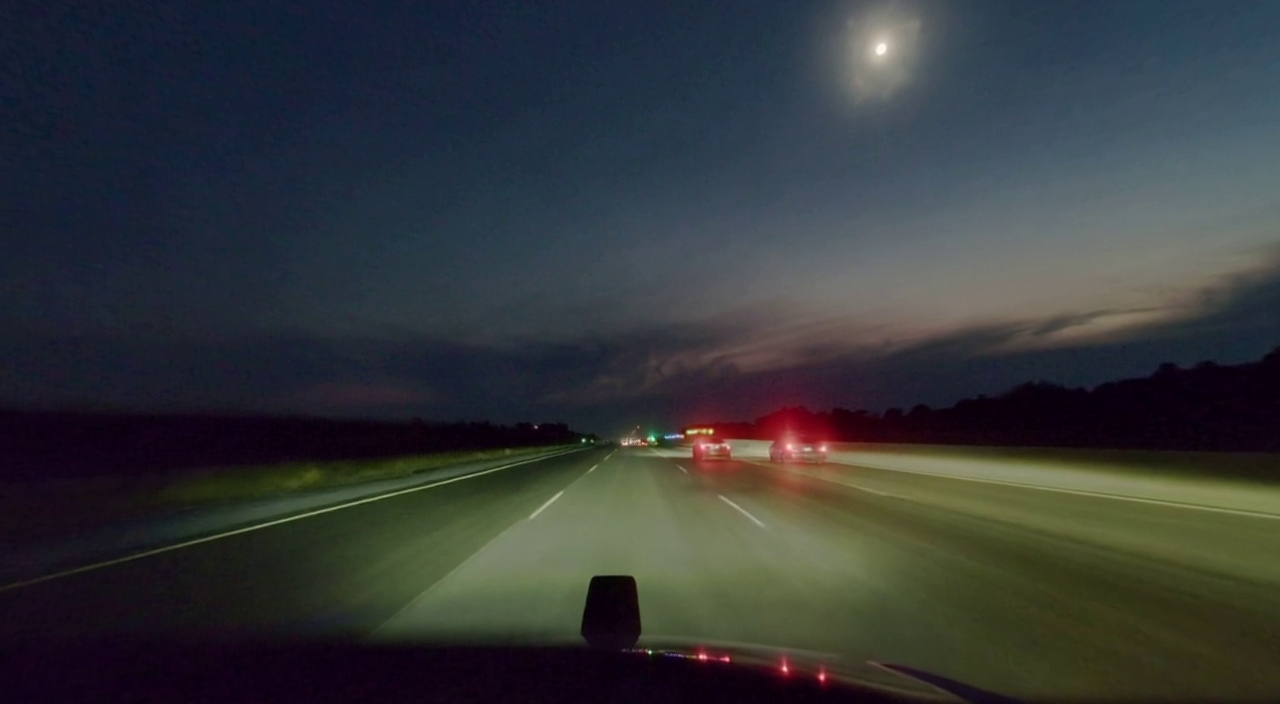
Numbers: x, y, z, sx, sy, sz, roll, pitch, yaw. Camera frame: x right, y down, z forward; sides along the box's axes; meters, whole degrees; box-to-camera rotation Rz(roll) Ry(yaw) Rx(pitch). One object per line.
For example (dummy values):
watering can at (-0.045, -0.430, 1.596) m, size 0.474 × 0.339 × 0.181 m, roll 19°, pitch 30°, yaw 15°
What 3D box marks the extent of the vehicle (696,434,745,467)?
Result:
vehicle at (3.826, 4.735, 30.433) m, size 1.802 × 1.492 × 3.804 m, roll 0°, pitch -8°, yaw -1°
